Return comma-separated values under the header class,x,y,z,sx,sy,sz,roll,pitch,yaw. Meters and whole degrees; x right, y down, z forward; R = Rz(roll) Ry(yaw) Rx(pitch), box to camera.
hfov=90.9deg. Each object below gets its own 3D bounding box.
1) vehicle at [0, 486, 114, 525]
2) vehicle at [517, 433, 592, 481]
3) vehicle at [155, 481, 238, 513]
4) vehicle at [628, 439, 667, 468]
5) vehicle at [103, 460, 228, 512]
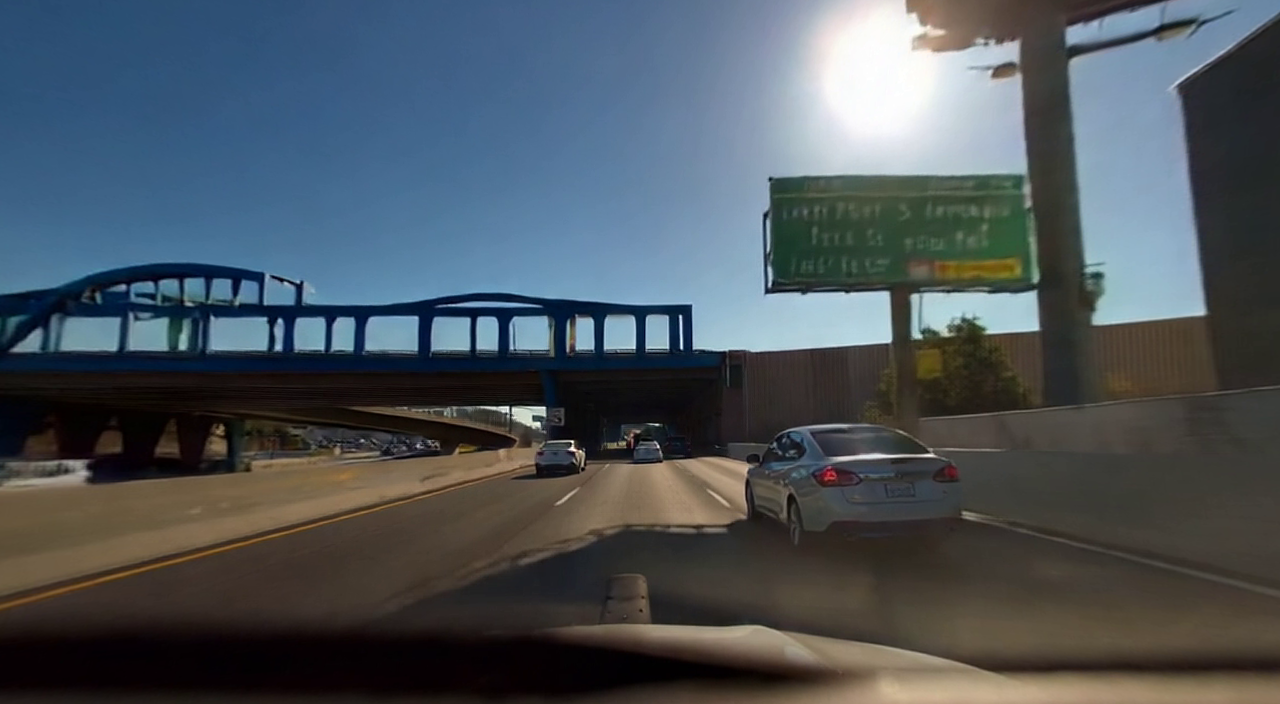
class,x,y,z,sx,sy,sz,roll,pitch,yaw
vehicle,-31.883,8.379,34.666,2.059,1.636,4.402,0,-8,1
vehicle,-3.034,3.821,23.207,2.064,1.589,4.213,0,-8,2
vehicle,-28.145,9.177,40.230,1.915,1.619,4.587,0,-8,1
vehicle,0.363,5.211,32.678,1.877,1.386,3.872,0,-8,0
vehicle,-35.250,9.942,47.422,2.842,3.235,8.652,-5,-10,-1
